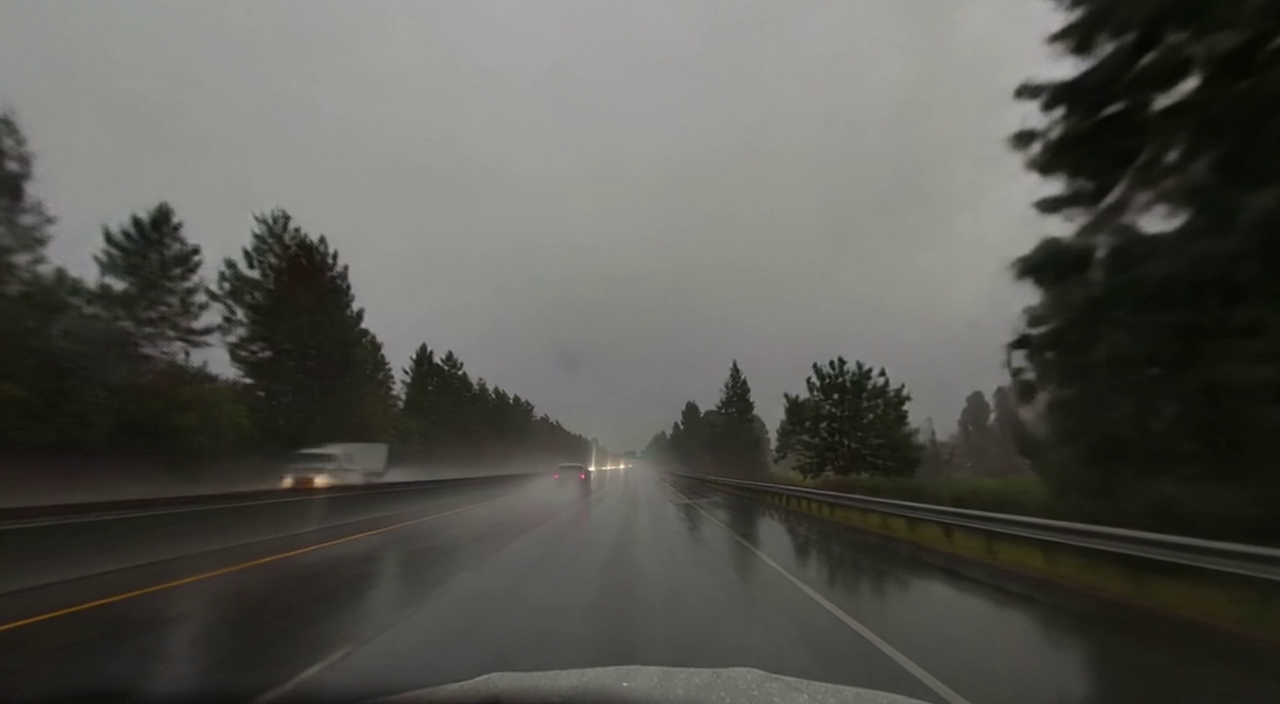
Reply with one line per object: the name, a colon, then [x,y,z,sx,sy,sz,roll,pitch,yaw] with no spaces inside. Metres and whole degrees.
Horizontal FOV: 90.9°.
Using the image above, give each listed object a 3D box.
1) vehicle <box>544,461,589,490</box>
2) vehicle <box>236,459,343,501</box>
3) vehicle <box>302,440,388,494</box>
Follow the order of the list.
vehicle: [-4.330,7.390,37.869,2.180,1.618,4.219,1,-10,0]
vehicle: [-16.720,6.124,30.419,2.344,1.775,4.790,1,-10,0]
vehicle: [-16.713,6.579,36.100,2.420,2.857,4.628,0,-10,2]
